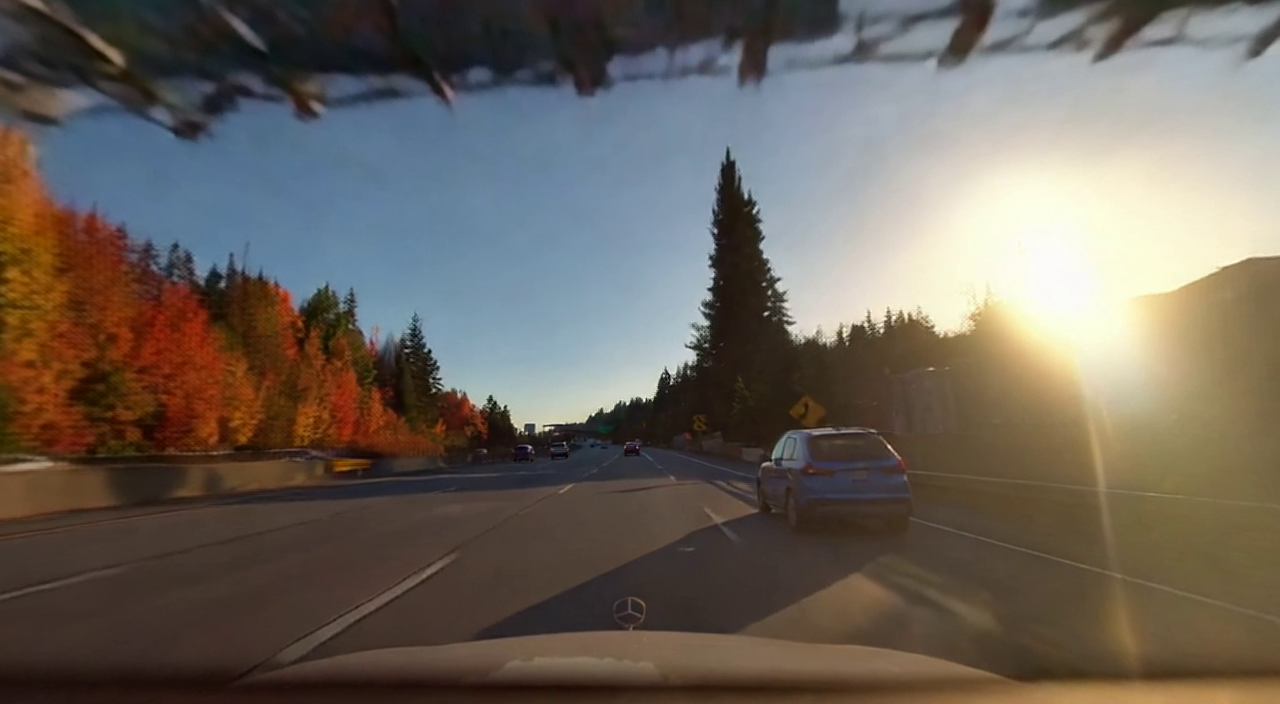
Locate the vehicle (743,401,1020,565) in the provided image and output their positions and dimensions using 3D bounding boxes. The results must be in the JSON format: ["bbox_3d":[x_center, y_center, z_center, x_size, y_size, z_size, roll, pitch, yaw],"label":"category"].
[{"bbox_3d":[2.905,1.689,8.824,2.120,1.706,4.226,0,-8,-1],"label":"vehicle"}]

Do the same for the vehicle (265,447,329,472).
[{"bbox_3d":[-21.803,6.831,40.234,1.783,1.459,4.065,0,-8,0],"label":"vehicle"}]
